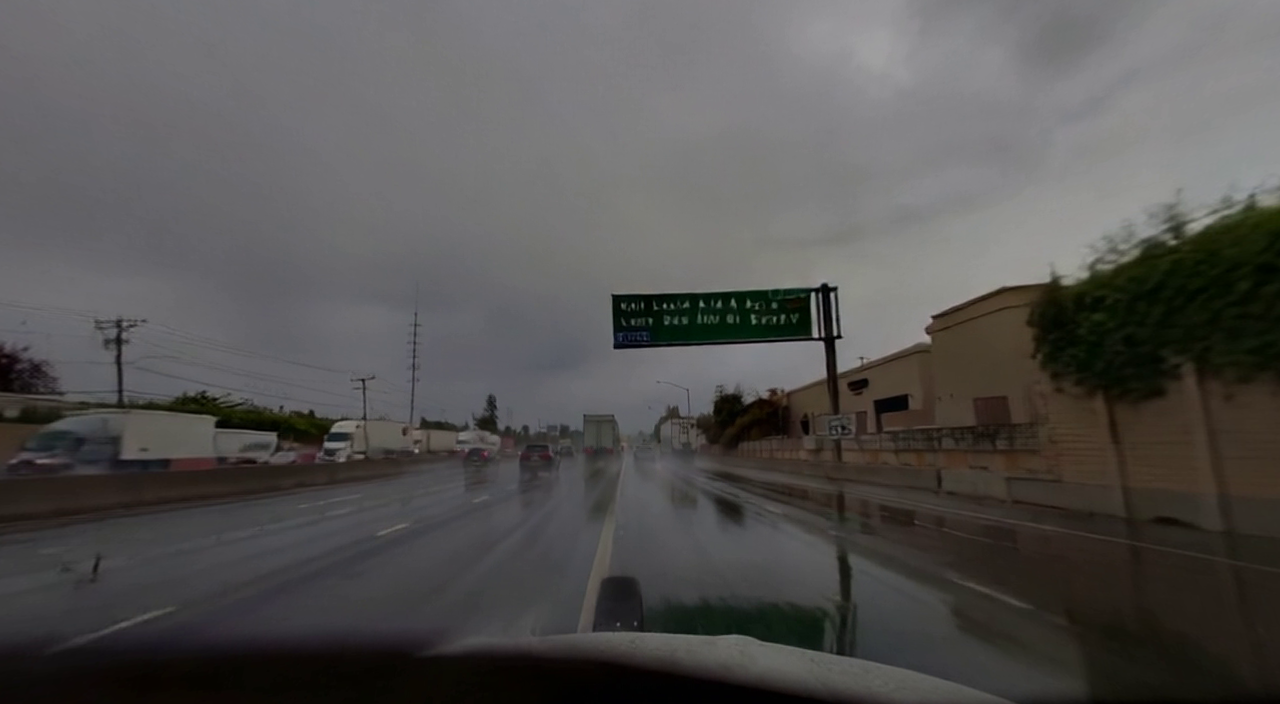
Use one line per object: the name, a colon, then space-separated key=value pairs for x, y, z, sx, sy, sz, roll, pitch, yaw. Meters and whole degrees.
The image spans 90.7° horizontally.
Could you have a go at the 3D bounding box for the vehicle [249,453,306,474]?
vehicle: x=-26.745 y=8.213 z=46.804 sx=1.926 sy=1.418 sz=3.924 roll=0 pitch=-9 yaw=-1

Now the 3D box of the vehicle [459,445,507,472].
vehicle: x=-10.700 y=7.260 z=43.430 sx=2.129 sy=1.717 sz=4.593 roll=0 pitch=-9 yaw=0

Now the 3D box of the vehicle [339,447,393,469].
vehicle: x=-19.285 y=7.478 z=44.719 sx=1.928 sy=1.475 sz=4.536 roll=0 pitch=-9 yaw=-2

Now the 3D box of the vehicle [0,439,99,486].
vehicle: x=-26.079 y=4.543 z=26.189 sx=2.212 sy=1.805 sz=5.949 roll=0 pitch=-9 yaw=-1

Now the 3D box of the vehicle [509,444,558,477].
vehicle: x=-5.748 y=5.877 z=34.592 sx=2.132 sy=1.679 sz=4.045 roll=0 pitch=-9 yaw=-3

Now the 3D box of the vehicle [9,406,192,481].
vehicle: x=-30.566 y=5.305 z=36.621 sx=2.966 sy=3.788 sz=8.697 roll=0 pitch=-9 yaw=-1
